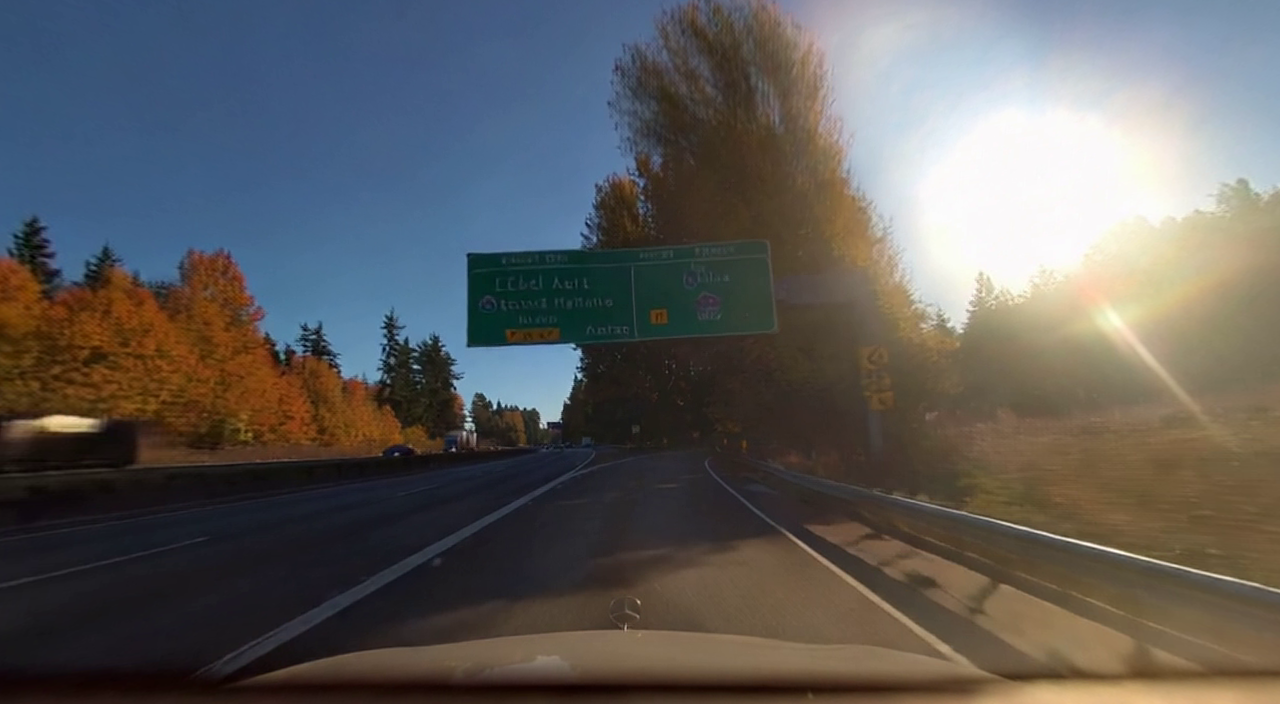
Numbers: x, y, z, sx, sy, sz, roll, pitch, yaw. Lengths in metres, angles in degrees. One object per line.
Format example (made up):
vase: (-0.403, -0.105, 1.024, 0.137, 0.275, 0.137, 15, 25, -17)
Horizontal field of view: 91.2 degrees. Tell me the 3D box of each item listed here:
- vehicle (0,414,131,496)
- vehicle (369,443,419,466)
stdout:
vehicle: (-21.468, 3.544, 21.652, 2.313, 2.568, 6.573, 0, -9, -1)
vehicle: (-18.051, 7.529, 46.240, 1.926, 1.617, 4.566, 0, -9, -1)
